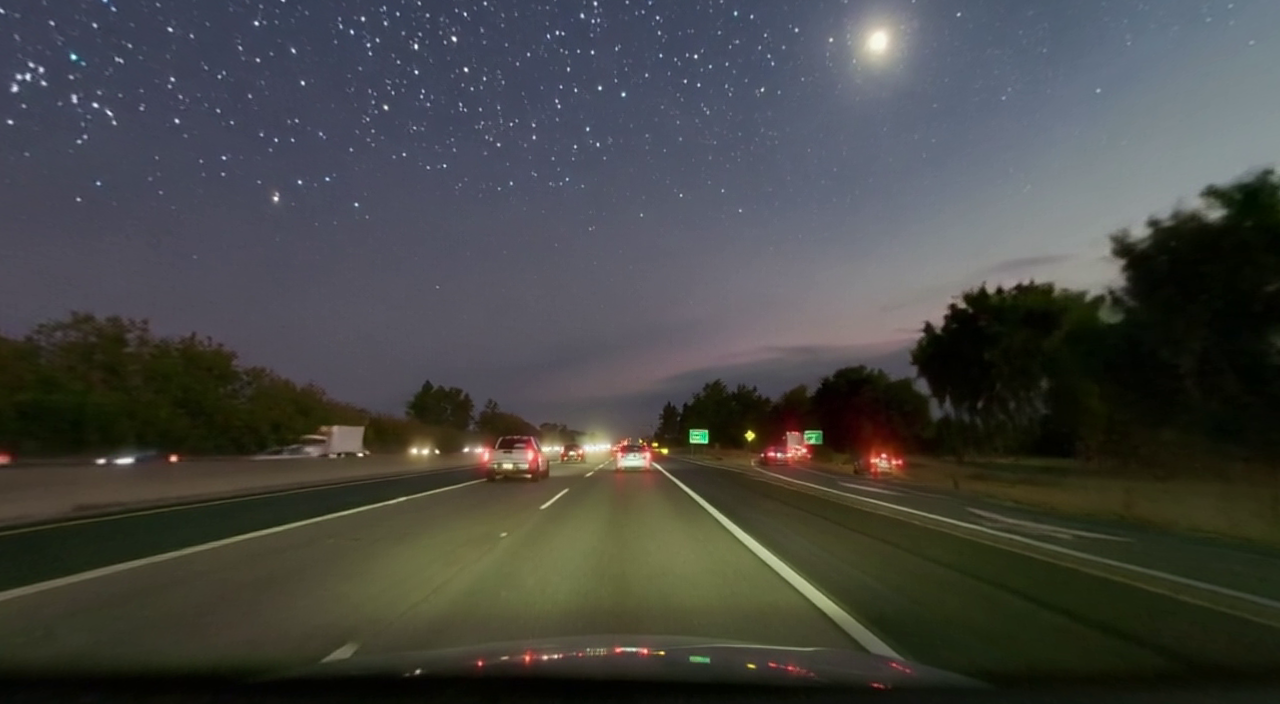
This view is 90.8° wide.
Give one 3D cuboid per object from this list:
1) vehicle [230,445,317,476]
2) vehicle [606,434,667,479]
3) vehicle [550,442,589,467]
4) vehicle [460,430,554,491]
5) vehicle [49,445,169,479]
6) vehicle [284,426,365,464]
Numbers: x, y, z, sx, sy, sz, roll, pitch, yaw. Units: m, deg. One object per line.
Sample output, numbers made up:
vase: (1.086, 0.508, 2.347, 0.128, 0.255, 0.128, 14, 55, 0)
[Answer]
vehicle: (-18.014, 5.313, 31.287, 1.897, 1.403, 4.138, 0, -8, -1)
vehicle: (-0.157, 4.434, 27.061, 2.378, 1.750, 4.355, 0, -8, 0)
vehicle: (-4.540, 6.649, 41.147, 2.084, 1.528, 4.094, 0, -8, 0)
vehicle: (-4.121, 3.444, 20.381, 2.044, 1.717, 4.421, 0, -8, 0)
vehicle: (-24.796, 5.141, 29.743, 1.774, 1.444, 4.522, 0, -9, -1)
vehicle: (-21.204, 6.303, 42.805, 2.586, 2.392, 5.504, 0, -8, 0)
